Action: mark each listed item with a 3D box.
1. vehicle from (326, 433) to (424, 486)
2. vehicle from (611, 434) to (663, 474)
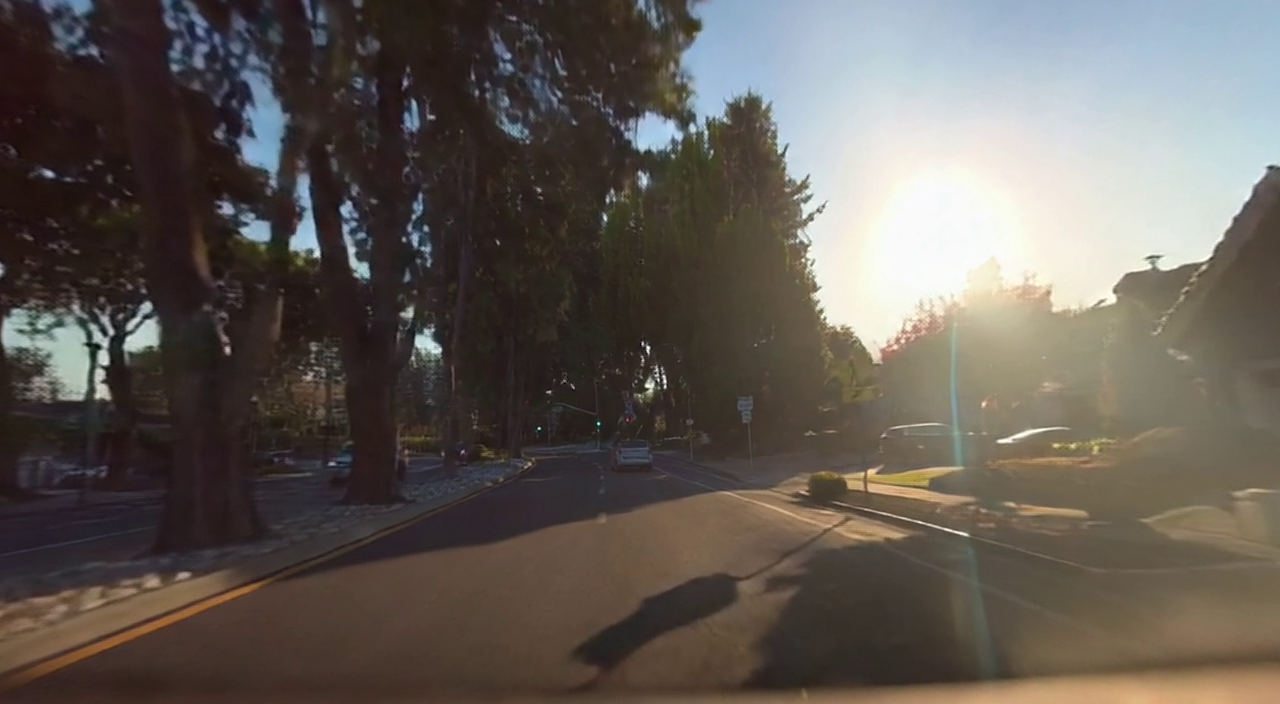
[{"bbox_3d":[-11.345,4.635,27.584,2.334,2.022,5.653,0,-9,-6],"label":"vehicle"},{"bbox_3d":[-0.208,4.768,29.717,1.990,1.707,4.225,0,-9,-6],"label":"vehicle"}]
